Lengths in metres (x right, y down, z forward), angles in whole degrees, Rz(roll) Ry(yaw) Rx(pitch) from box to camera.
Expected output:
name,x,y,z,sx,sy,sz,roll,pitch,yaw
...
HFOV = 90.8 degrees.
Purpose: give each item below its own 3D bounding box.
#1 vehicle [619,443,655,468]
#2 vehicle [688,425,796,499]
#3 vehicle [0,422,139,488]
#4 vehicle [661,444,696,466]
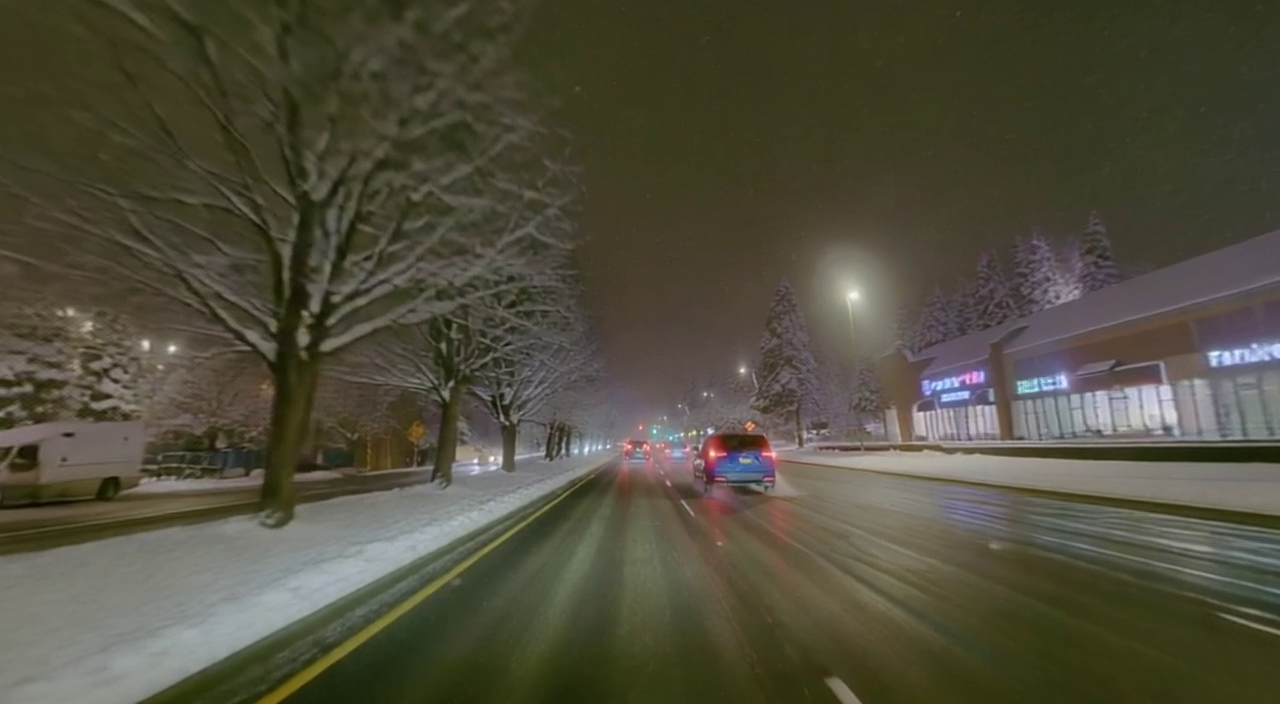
name,x,y,z,sx,sy,sz,roll,pitch,yaw
vehicle,-0.204,6.317,38.696,2.056,1.440,3.798,0,-9,-1
vehicle,2.702,3.074,18.001,2.140,1.811,4.593,0,-9,-2
vehicle,-26.965,4.701,28.912,5.905,2.803,2.261,0,-9,-2
vehicle,2.523,6.860,42.250,1.970,1.402,3.756,0,-9,-2
